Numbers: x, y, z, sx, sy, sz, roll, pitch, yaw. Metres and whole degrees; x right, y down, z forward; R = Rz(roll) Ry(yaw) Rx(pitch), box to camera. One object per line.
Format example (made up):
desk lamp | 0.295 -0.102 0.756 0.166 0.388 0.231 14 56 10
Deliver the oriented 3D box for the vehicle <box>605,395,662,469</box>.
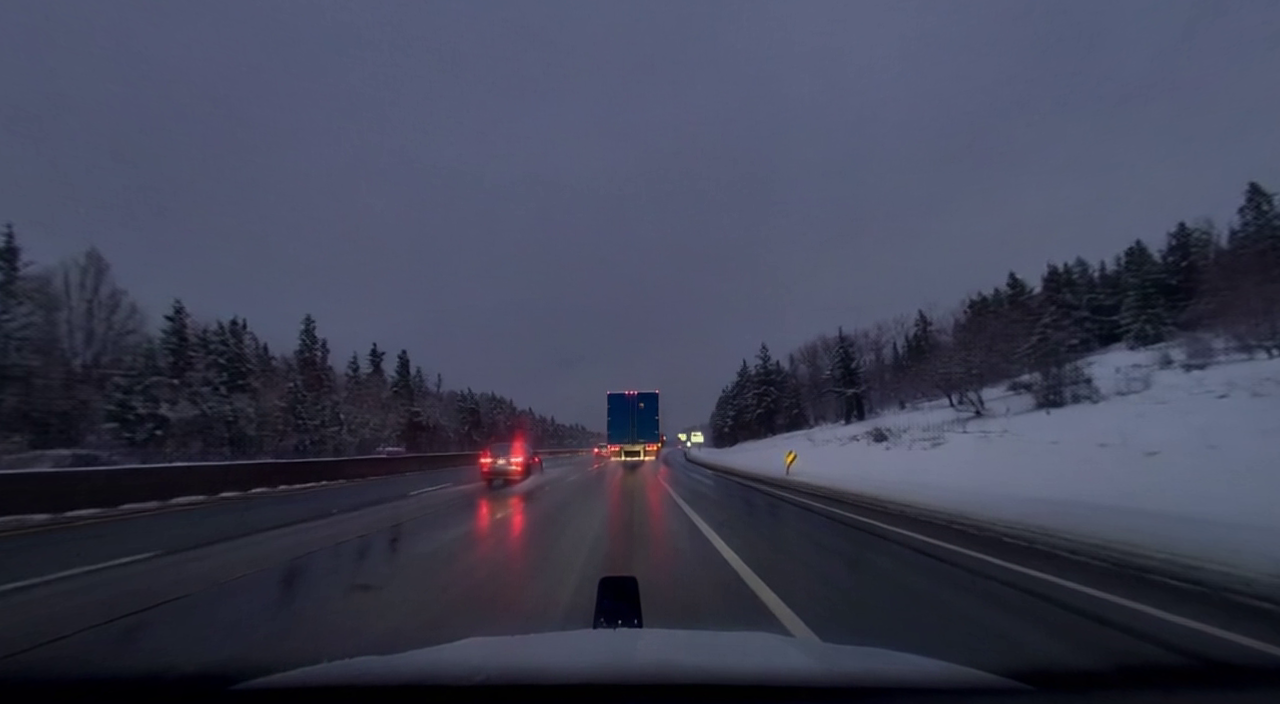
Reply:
vehicle | -0.389 5.250 40.132 3.123 4.094 10.812 0 -9 0

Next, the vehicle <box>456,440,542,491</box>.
vehicle | -4.502 3.683 20.589 1.895 1.500 3.808 0 -9 1
